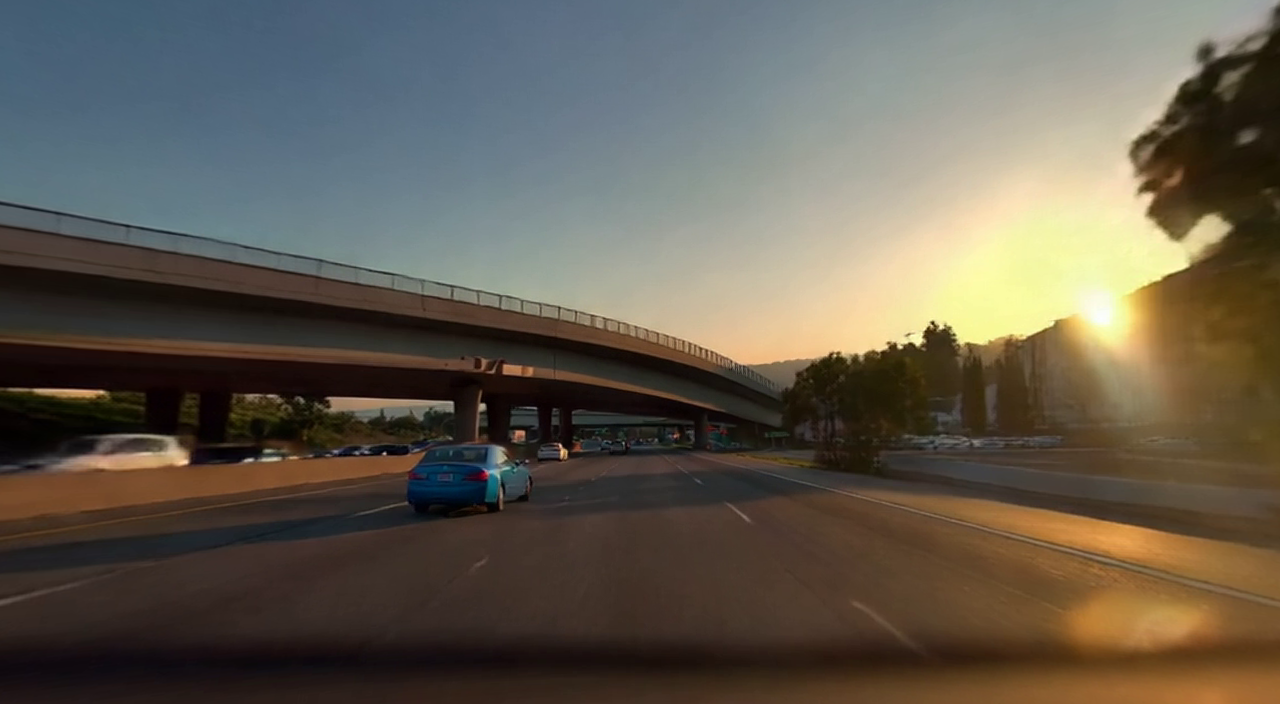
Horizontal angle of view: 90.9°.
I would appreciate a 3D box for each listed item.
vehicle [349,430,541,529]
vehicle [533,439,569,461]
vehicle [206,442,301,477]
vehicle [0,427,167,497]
[{"bbox_3d":[-3.519,2.411,12.613,2.144,1.565,4.951,0,-8,2],"label":"vehicle"},{"bbox_3d":[-6.907,7.679,49.476,2.118,1.675,4.395,0,-8,1],"label":"vehicle"},{"bbox_3d":[-21.286,5.894,34.992,2.057,1.785,4.964,0,-8,1],"label":"vehicle"},{"bbox_3d":[-17.090,3.206,18.759,2.108,1.795,4.913,0,-8,1],"label":"vehicle"}]
